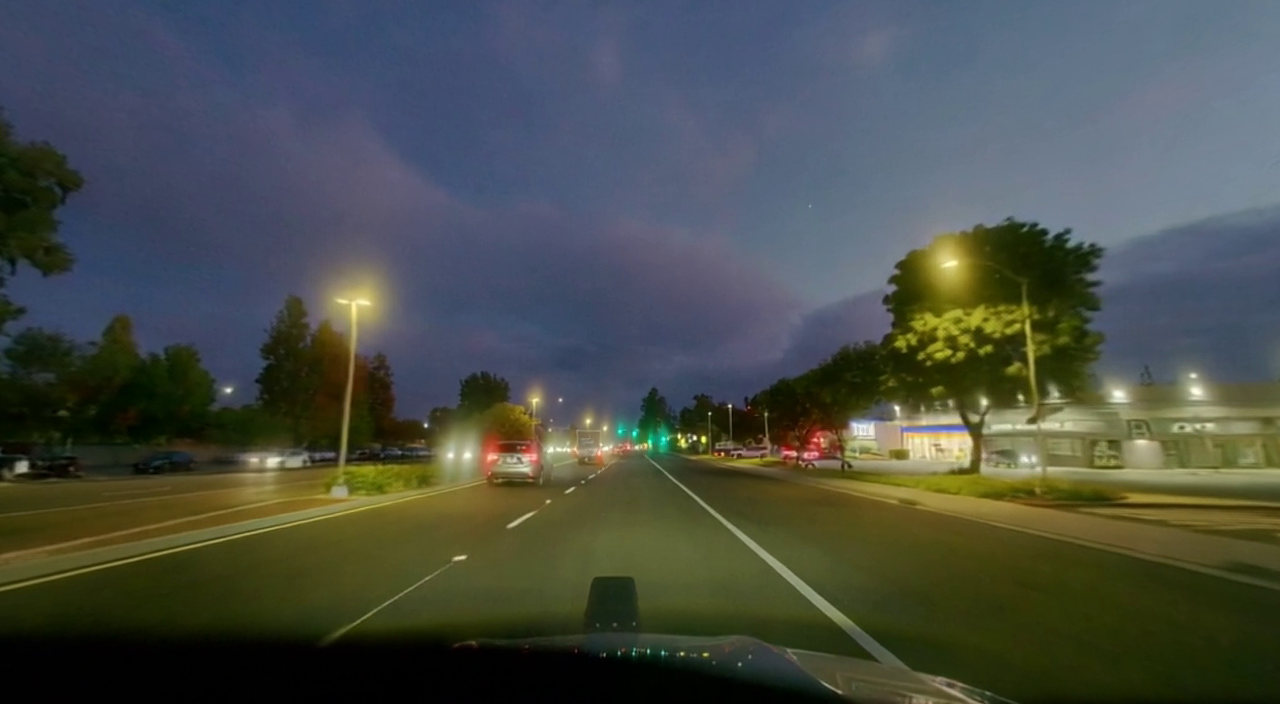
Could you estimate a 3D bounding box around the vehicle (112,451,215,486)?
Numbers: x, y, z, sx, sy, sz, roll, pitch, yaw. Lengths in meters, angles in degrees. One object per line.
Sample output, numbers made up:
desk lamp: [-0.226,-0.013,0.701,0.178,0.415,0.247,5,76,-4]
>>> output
vehicle: [-23.036,5.611,30.620,1.836,1.582,4.075,1,-9,-1]

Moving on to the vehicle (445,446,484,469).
vehicle: [-12.712,7.651,45.792,1.760,1.567,3.930,1,-9,-1]

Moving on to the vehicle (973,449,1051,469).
vehicle: [28.847,8.295,48.891,4.754,1.499,1.955,0,-9,1]

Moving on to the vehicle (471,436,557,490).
vehicle: [-4.252,3.826,22.047,2.109,1.672,4.256,0,-9,0]

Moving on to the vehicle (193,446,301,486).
vehicle: [-19.204,5.553,31.105,2.108,1.770,4.992,0,-9,0]
